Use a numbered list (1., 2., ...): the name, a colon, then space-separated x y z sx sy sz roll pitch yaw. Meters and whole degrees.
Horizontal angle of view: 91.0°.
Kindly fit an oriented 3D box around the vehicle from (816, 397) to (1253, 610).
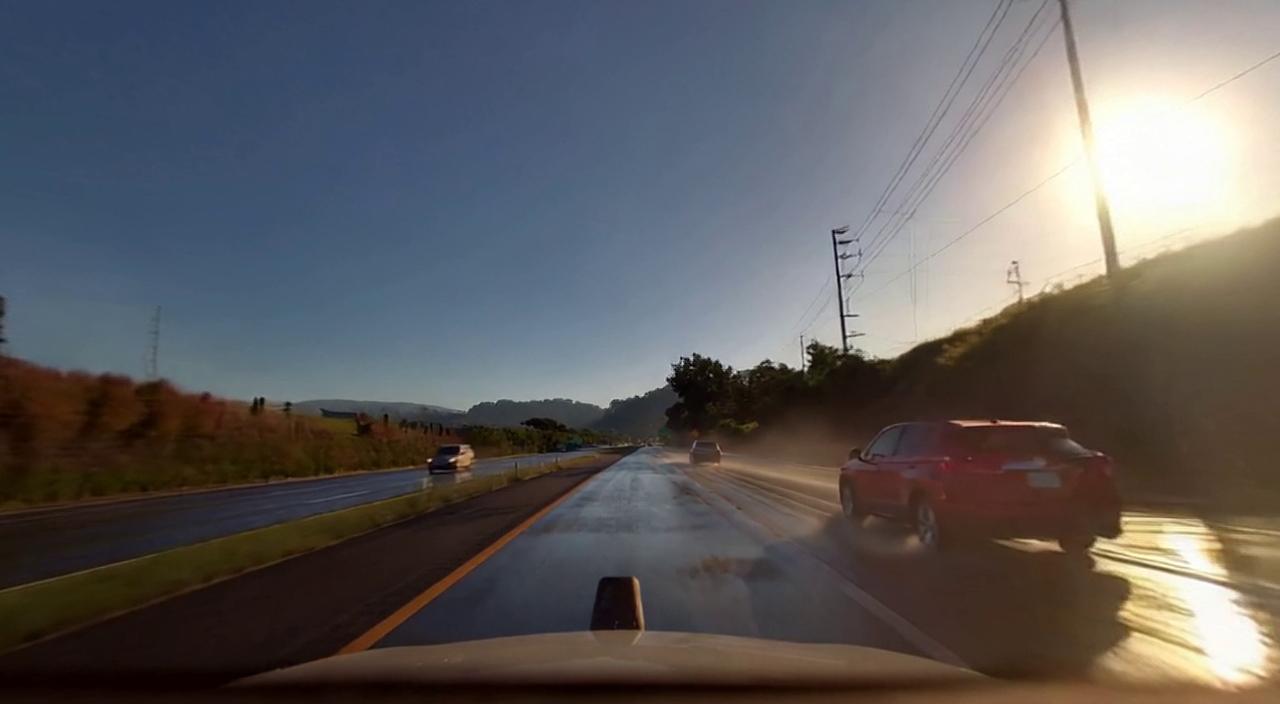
1. vehicle: 3.622 1.458 7.045 1.977 1.581 4.428 -1 -8 0

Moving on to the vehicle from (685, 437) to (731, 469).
1. vehicle: 3.375 5.068 31.856 1.868 1.507 3.833 0 -8 -1

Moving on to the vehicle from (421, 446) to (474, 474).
1. vehicle: -11.094 6.217 36.453 1.954 1.530 3.423 -1 -8 0
